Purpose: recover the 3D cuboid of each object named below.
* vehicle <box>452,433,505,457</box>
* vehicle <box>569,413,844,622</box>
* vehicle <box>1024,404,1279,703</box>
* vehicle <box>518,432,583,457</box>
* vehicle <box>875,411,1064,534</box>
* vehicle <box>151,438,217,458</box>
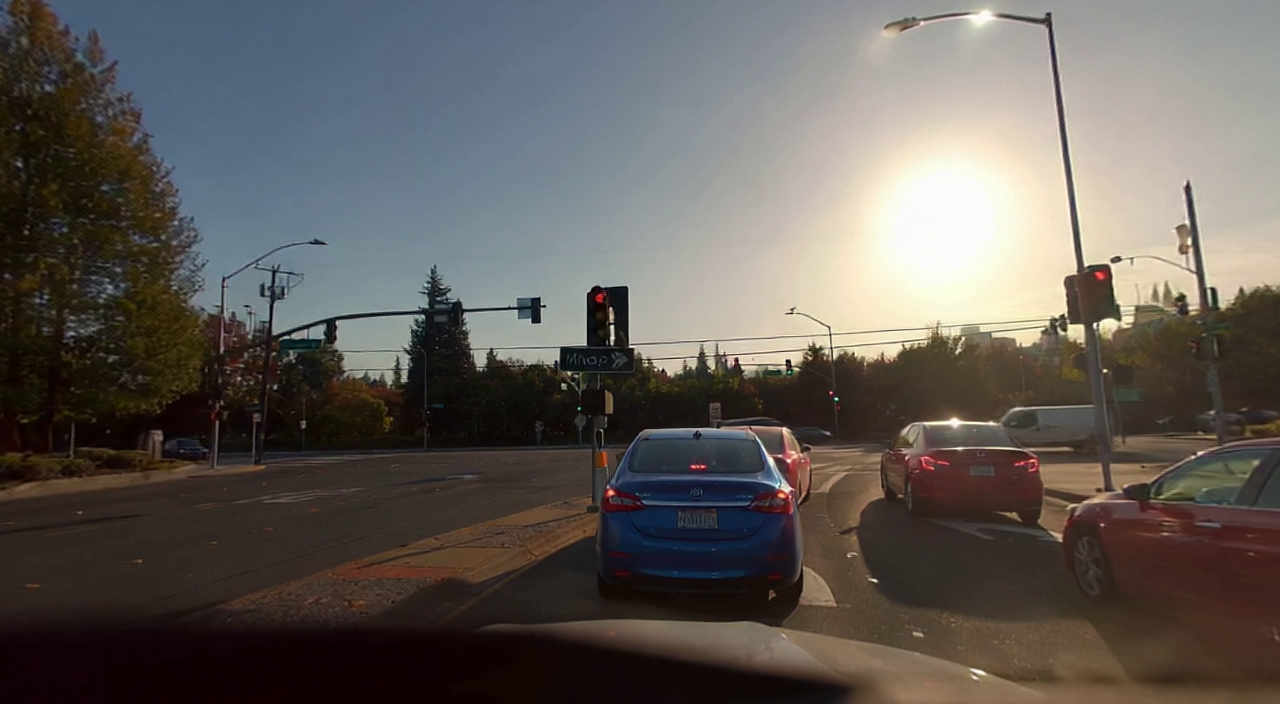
[{"bbox_3d":[-12.456,7.117,48.199,1.972,1.705,4.457,8,-11,-43],"label":"vehicle"},{"bbox_3d":[0.853,1.497,6.690,2.052,1.483,3.928,-2,-8,12],"label":"vehicle"},{"bbox_3d":[4.249,1.057,3.366,1.954,1.508,4.441,-1,-8,6],"label":"vehicle"},{"bbox_3d":[-5.963,6.112,41.558,1.932,1.573,4.509,8,-12,-44],"label":"vehicle"},{"bbox_3d":[5.543,2.046,11.283,2.102,1.717,4.373,-2,-9,16],"label":"vehicle"},{"bbox_3d":[-35.337,7.447,48.665,1.652,1.433,3.733,-7,-11,40],"label":"vehicle"}]
